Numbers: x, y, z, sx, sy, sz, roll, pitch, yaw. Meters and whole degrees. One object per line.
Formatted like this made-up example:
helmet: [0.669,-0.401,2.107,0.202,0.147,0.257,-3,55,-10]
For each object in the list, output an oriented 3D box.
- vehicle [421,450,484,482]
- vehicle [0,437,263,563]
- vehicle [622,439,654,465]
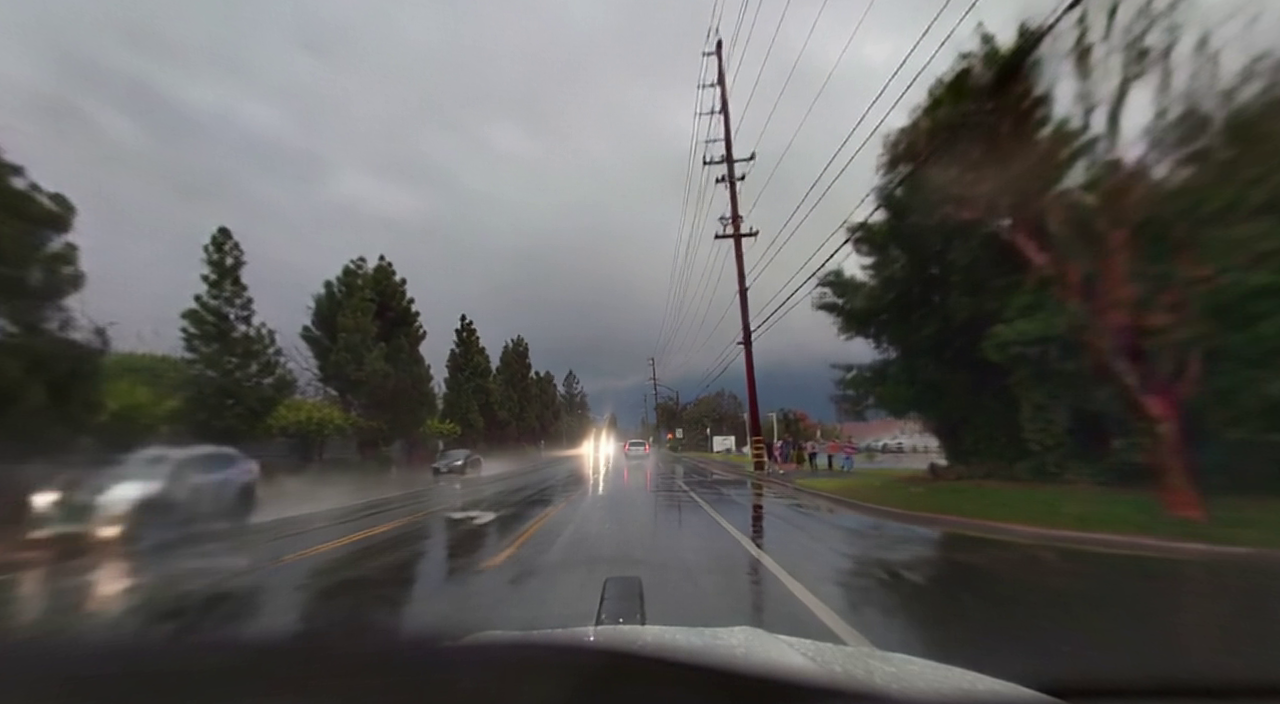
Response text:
vehicle: [-9.353,5.696,31.905,1.867,1.456,4.251,0,-8,0]
vehicle: [-9.122,2.445,11.286,2.084,1.760,4.438,0,-8,-1]
vehicle: [-0.169,7.065,44.927,2.163,1.746,4.073,0,-8,-1]
